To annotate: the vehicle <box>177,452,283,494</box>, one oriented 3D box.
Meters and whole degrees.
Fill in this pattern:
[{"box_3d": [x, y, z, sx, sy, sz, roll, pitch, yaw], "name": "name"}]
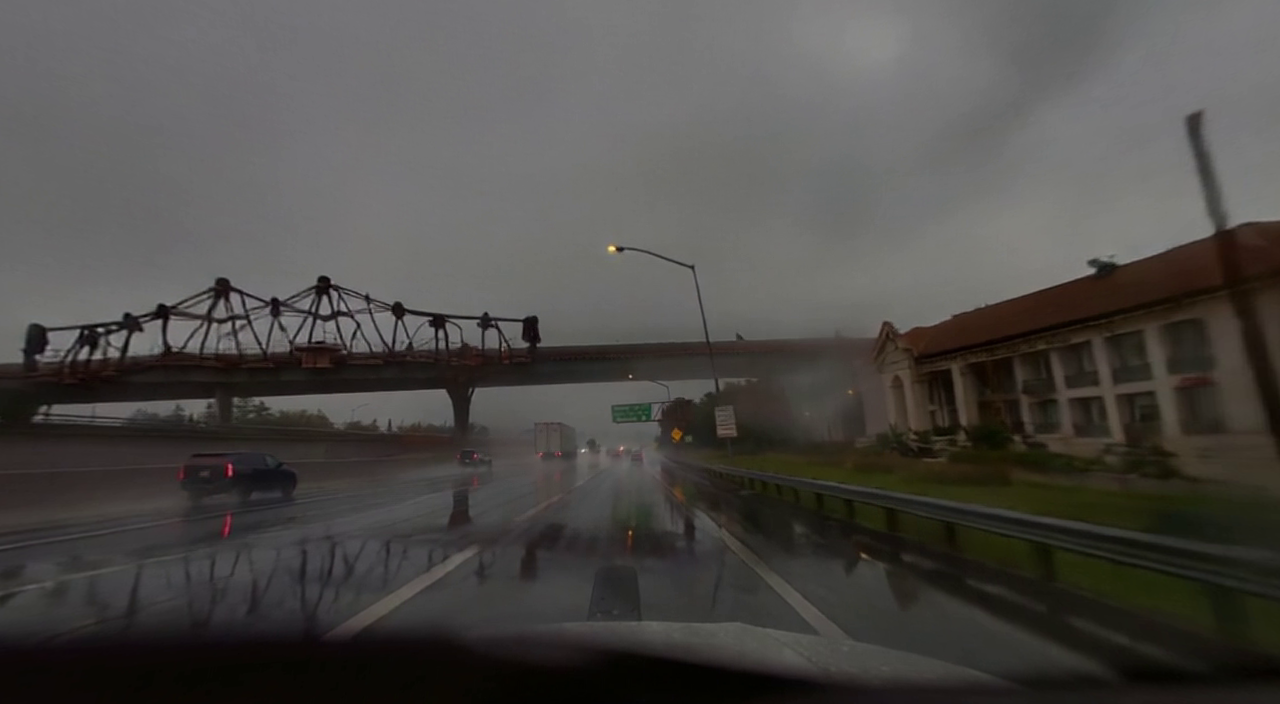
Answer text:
[{"box_3d": [-19.206, 5.649, 29.882, 1.932, 1.752, 4.541, 0, -9, 0], "name": "vehicle"}]
